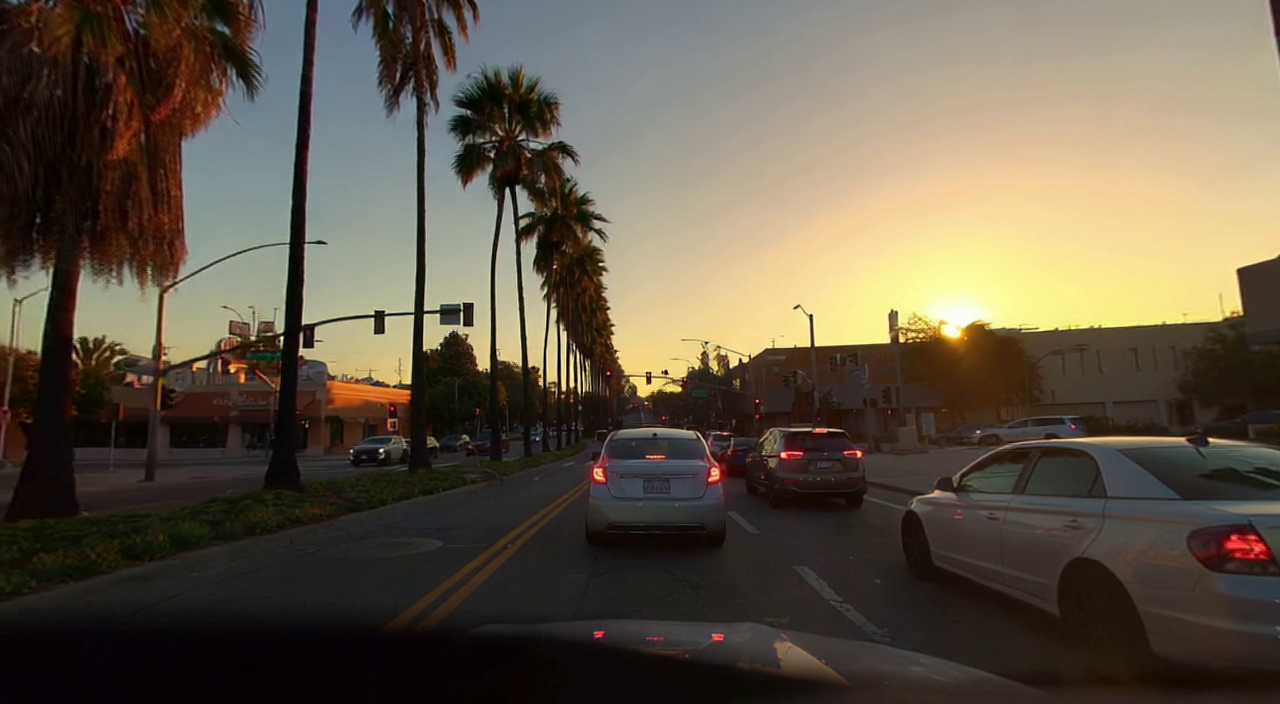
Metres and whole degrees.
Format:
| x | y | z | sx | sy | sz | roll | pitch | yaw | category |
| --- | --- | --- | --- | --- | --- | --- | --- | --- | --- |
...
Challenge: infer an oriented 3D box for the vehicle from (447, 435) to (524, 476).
| x | y | z | sx | sy | sz | roll | pitch | yaw | category |
| --- | --- | --- | --- | --- | --- | --- | --- | --- | --- |
| -6.059 | 4.103 | 25.223 | 1.822 | 1.456 | 4.396 | -1 | -8 | 2 | vehicle |

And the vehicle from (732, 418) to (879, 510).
| x | y | z | sx | sy | sz | roll | pitch | yaw | category |
| --- | --- | --- | --- | --- | --- | --- | --- | --- | --- |
| 3.498 | 2.466 | 14.302 | 2.169 | 1.751 | 4.276 | 0 | -8 | 0 | vehicle |

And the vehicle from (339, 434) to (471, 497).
| x | y | z | sx | sy | sz | roll | pitch | yaw | category |
| --- | --- | --- | --- | --- | --- | --- | --- | --- | --- |
| -6.263 | 3.057 | 17.379 | 1.900 | 1.487 | 4.165 | 0 | -8 | 2 | vehicle |

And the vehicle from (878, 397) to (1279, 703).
| x | y | z | sx | sy | sz | roll | pitch | yaw | category |
| --- | --- | --- | --- | --- | --- | --- | --- | --- | --- |
| 3.545 | 1.218 | 4.475 | 1.910 | 1.490 | 4.661 | 0 | -8 | 1 | vehicle |

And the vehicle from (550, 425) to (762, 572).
| x | y | z | sx | sy | sz | roll | pitch | yaw | category |
| --- | --- | --- | --- | --- | --- | --- | --- | --- | --- |
| 0.174 | 1.787 | 8.460 | 2.140 | 1.474 | 4.026 | 0 | -8 | 0 | vehicle |
